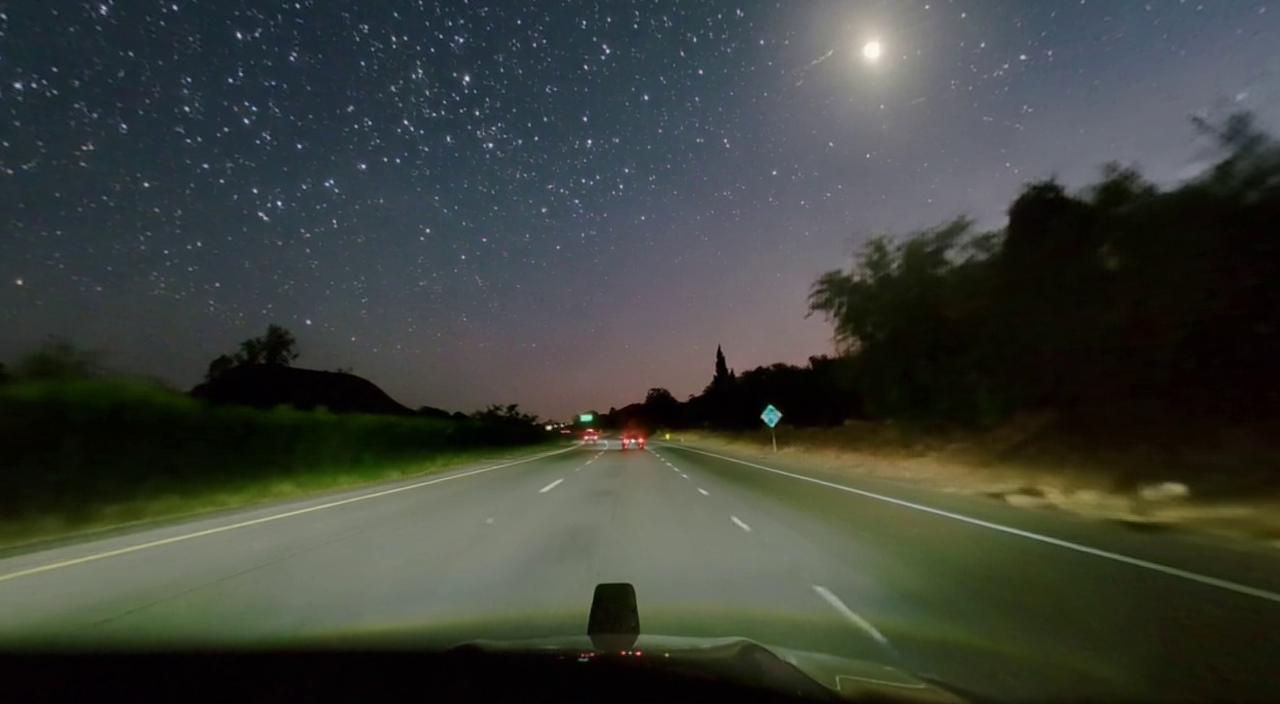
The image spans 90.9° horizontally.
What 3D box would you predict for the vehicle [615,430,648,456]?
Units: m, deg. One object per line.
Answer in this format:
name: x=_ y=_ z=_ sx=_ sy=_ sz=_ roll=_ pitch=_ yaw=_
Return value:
vehicle: x=-0.555 y=5.844 z=40.644 sx=2.041 sy=1.618 sz=3.898 roll=0 pitch=-8 yaw=-1
